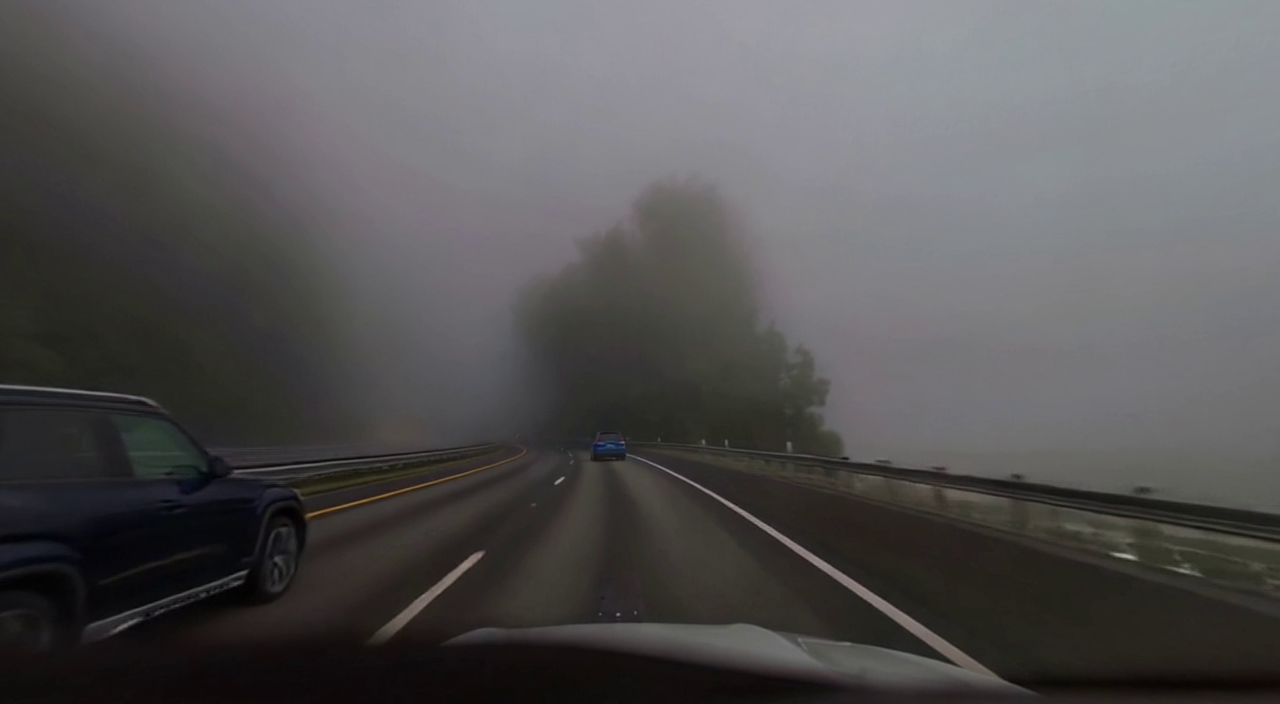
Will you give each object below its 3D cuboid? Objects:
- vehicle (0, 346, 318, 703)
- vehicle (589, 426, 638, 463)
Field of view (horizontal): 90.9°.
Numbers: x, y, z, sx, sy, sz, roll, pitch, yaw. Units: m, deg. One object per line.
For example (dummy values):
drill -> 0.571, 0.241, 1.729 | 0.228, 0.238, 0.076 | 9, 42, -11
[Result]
vehicle -> -4.181, 0.993, 3.766 | 2.053, 1.847, 4.760 | 0, -8, -1
vehicle -> -1.508, 4.979, 34.130 | 2.452, 1.857, 4.022 | 1, -8, -5
